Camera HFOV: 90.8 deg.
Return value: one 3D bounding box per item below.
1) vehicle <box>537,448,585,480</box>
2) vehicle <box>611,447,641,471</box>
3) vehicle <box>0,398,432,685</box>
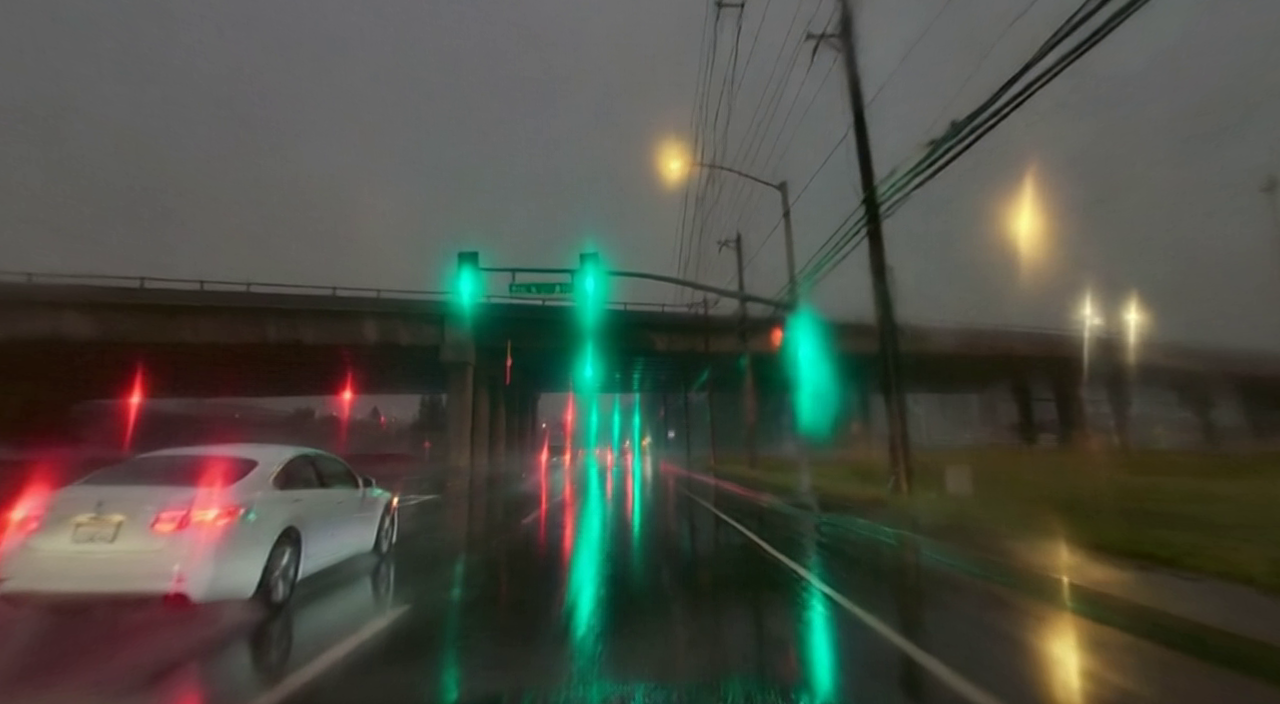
[{"bbox_3d":[-3.890,5.579,31.717,1.946,1.437,4.154,0,-8,-1],"label":"vehicle"},{"bbox_3d":[-0.998,7.275,43.200,1.985,1.565,3.968,0,-8,-2],"label":"vehicle"},{"bbox_3d":[-3.618,1.424,5.904,1.925,1.666,4.271,0,-8,-1],"label":"vehicle"}]
